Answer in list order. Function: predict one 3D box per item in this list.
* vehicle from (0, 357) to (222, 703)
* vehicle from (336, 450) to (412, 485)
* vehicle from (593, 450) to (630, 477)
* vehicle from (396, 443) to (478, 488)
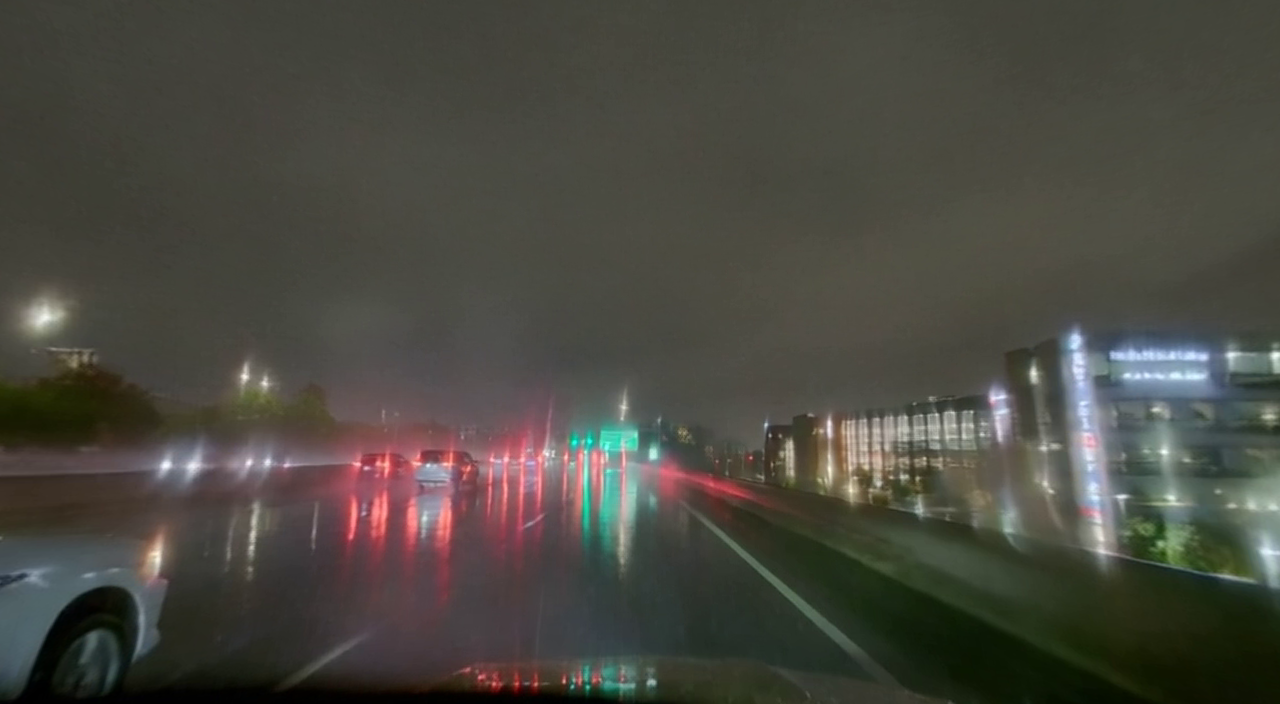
[{"bbox_3d":[-3.624,0.738,1.528,2.036,1.717,4.592,0,-9,0],"label":"vehicle"},{"bbox_3d":[-12.346,5.359,29.520,1.936,1.501,3.900,0,-9,-2],"label":"vehicle"},{"bbox_3d":[-1.736,6.791,38.590,2.110,1.501,4.319,0,-9,-3],"label":"vehicle"},{"bbox_3d":[-8.412,4.717,26.514,2.065,1.689,4.399,0,-9,-1],"label":"vehicle"}]
